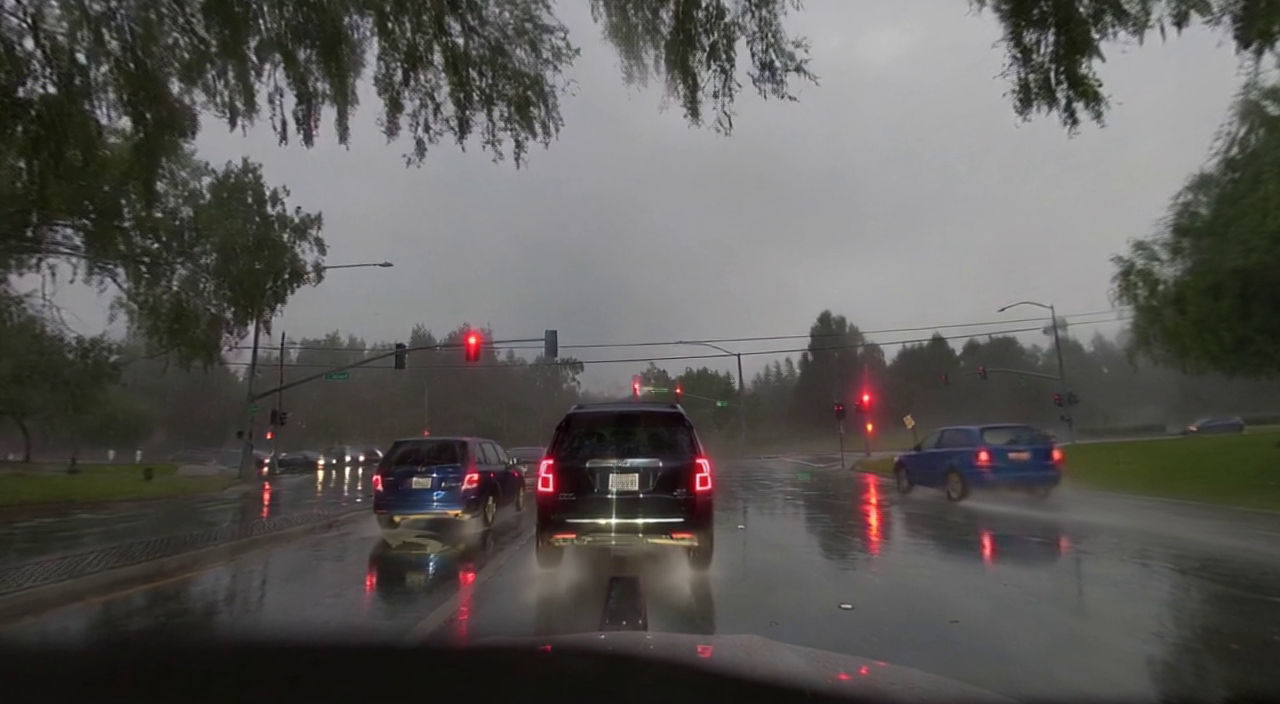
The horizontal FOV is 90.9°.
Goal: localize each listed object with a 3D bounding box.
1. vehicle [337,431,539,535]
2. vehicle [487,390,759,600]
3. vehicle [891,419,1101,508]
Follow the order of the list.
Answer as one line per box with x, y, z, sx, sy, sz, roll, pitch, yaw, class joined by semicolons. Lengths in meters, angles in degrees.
-3.365;2.295;11.844;2.061;1.504;5.142;0;-8;1;vehicle
-0.150;1.517;7.491;2.298;1.770;4.138;0;-8;0;vehicle
8.016;2.562;14.915;2.166;1.761;4.692;0;-8;-1;vehicle
